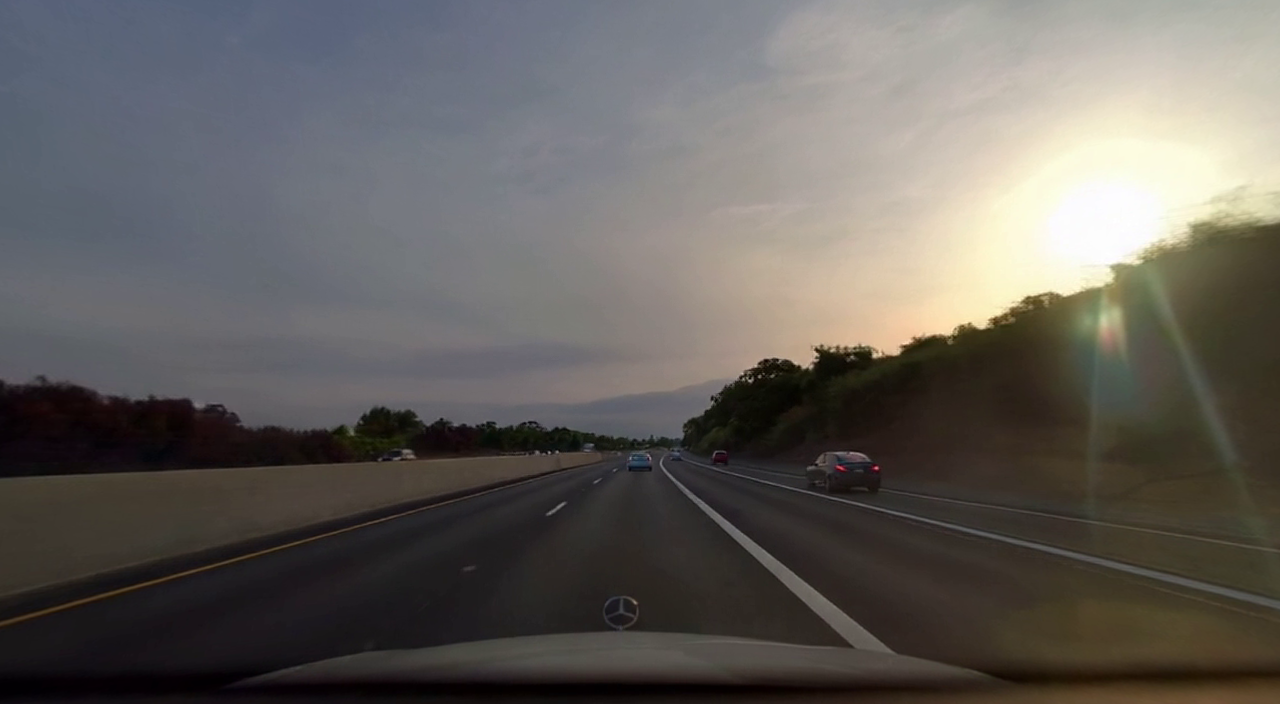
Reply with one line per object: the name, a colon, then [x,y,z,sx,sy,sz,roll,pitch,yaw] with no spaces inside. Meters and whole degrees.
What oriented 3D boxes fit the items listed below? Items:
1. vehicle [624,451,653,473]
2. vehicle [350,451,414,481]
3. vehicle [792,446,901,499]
vehicle: [-0.077,8.101,46.269,2.025,1.526,4.181,0,-9,0]
vehicle: [-15.373,6.785,37.623,1.914,1.628,4.521,-1,-9,1]
vehicle: [6.750,3.964,21.079,2.008,1.533,4.592,0,-9,-1]
